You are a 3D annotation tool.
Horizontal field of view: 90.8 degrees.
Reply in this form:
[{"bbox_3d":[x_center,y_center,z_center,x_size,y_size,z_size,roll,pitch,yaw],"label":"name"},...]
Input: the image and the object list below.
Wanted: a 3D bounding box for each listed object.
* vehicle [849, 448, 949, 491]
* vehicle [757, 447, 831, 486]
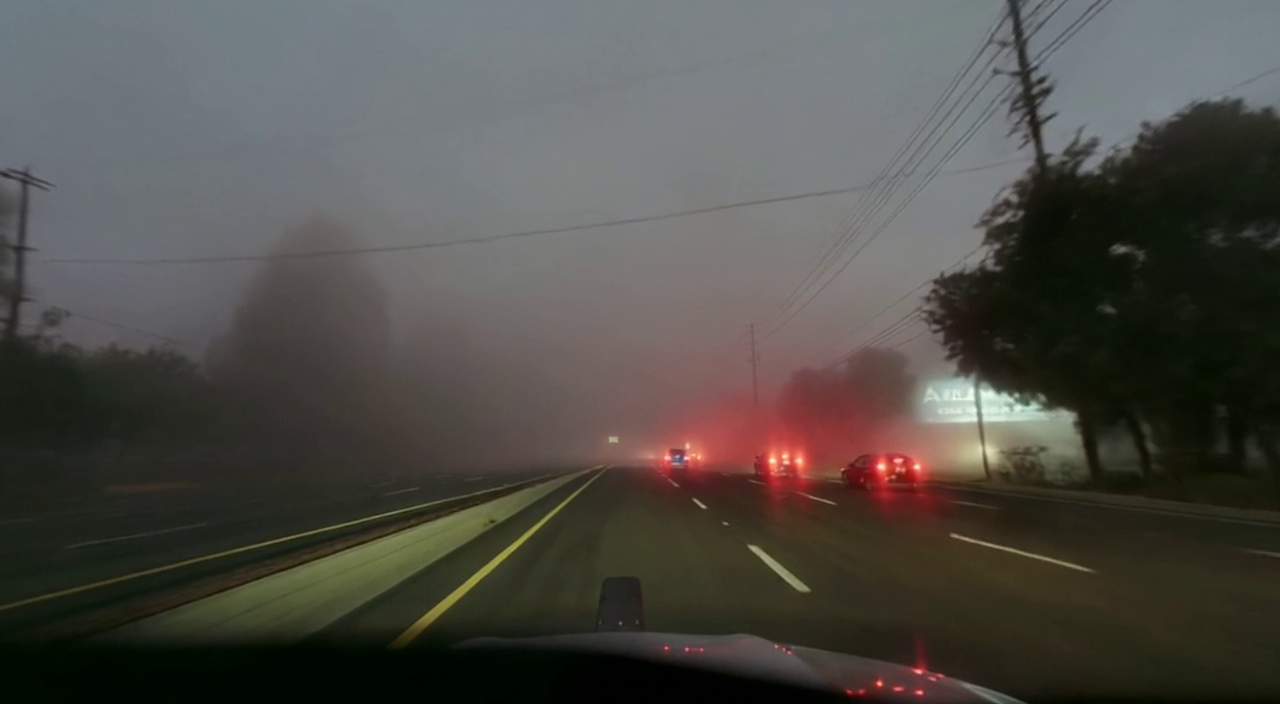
[{"bbox_3d":[9.838,4.456,24.462,1.874,1.482,4.545,0,-8,-1],"label":"vehicle"},{"bbox_3d":[6.251,4.680,26.160,1.882,1.476,4.344,0,-8,-1],"label":"vehicle"}]
